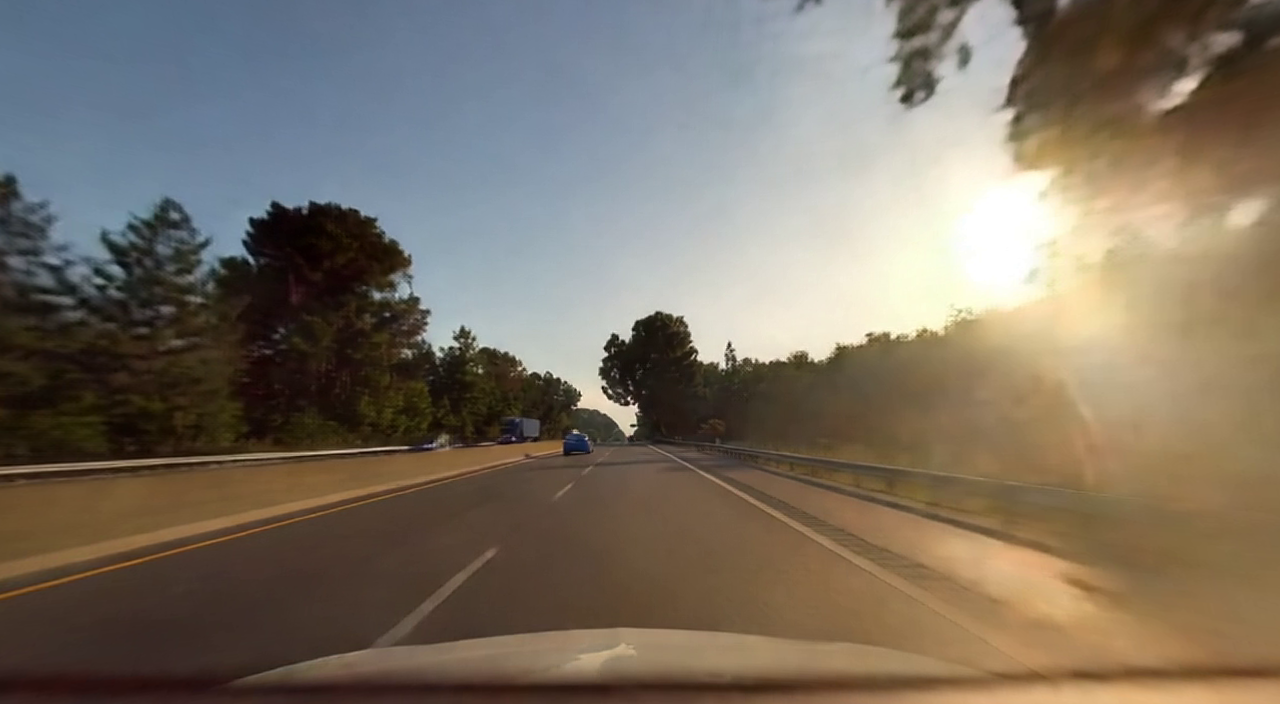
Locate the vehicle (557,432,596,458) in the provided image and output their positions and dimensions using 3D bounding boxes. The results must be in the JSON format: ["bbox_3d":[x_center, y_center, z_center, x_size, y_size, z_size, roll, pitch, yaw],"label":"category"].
[{"bbox_3d":[-3.864,5.729,39.011,2.085,1.479,3.846,0,-8,-1],"label":"vehicle"}]

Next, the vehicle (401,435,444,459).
[{"bbox_3d":[-14.281,6.239,41.584,1.584,1.442,3.502,0,-8,0],"label":"vehicle"}]
